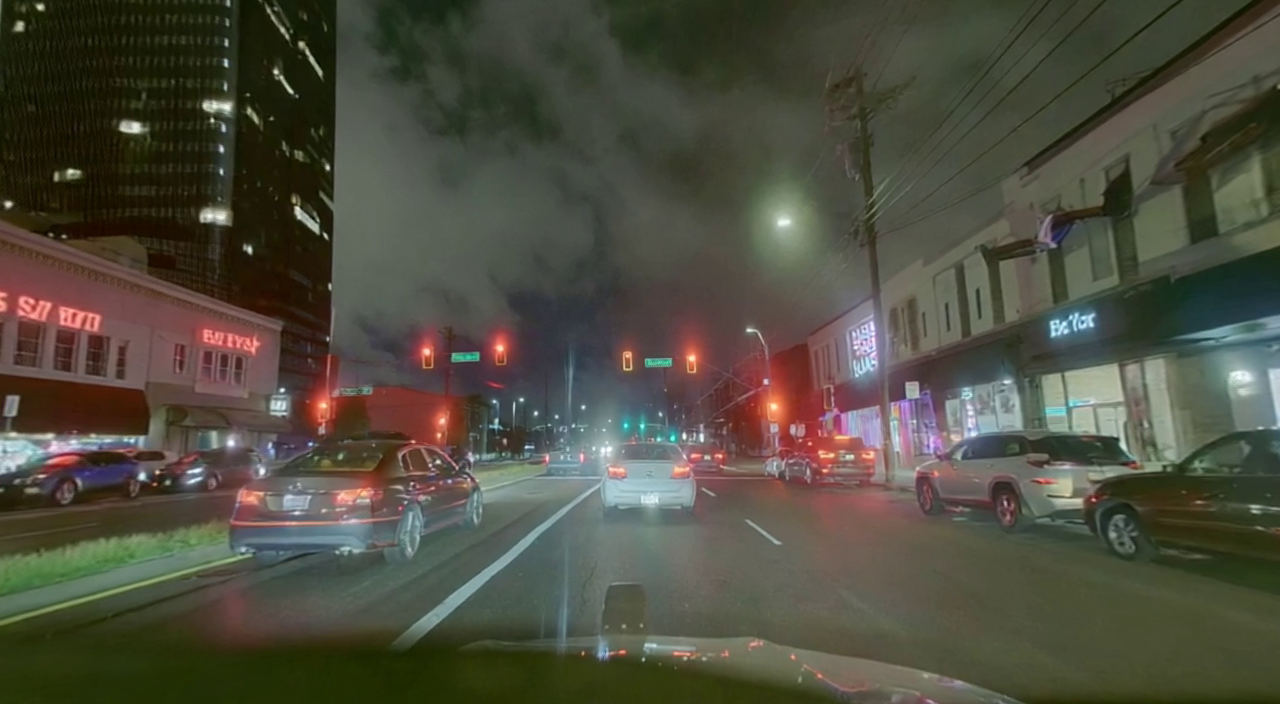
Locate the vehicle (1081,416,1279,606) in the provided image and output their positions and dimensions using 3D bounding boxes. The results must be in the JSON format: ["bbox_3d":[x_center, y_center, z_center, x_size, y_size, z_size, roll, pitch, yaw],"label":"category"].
[{"bbox_3d":[6.605,1.427,5.732,1.915,1.655,4.515,0,-9,0],"label":"vehicle"}]

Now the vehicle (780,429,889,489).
[{"bbox_3d":[6.680,3.751,22.424,2.289,1.867,5.322,0,-9,1],"label":"vehicle"}]

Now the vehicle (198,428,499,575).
[{"bbox_3d":[-3.417,1.821,8.506,1.950,1.450,4.257,0,-9,1],"label":"vehicle"}]

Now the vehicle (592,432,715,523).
[{"bbox_3d":[0.209,2.394,12.560,2.037,1.484,4.073,0,-9,0],"label":"vehicle"}]

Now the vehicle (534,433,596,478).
[{"bbox_3d":[-3.055,4.329,26.584,2.007,1.736,4.185,0,-9,1],"label":"vehicle"}]

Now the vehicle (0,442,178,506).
[{"bbox_3d":[-17.240,3.744,19.850,1.817,1.754,4.622,0,-9,0],"label":"vehicle"}]

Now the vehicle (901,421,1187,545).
[{"bbox_3d":[6.675,2.193,11.229,1.986,1.722,4.516,0,-9,-2],"label":"vehicle"}]
